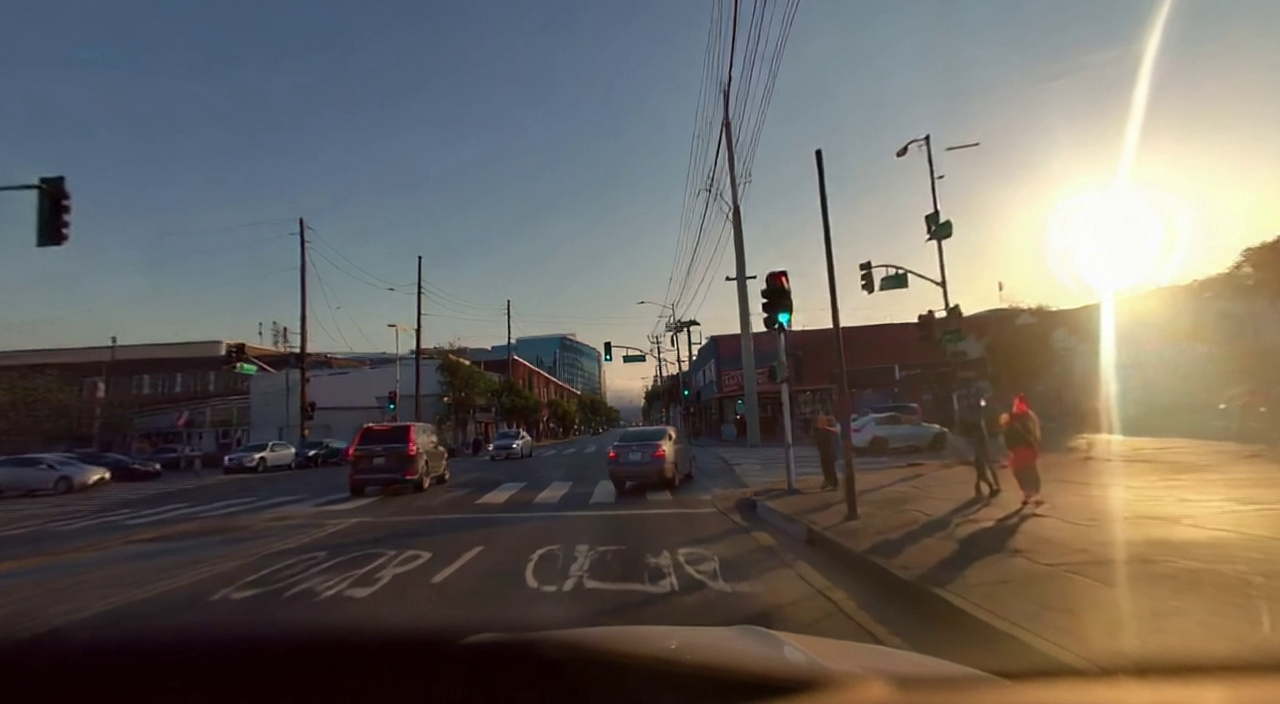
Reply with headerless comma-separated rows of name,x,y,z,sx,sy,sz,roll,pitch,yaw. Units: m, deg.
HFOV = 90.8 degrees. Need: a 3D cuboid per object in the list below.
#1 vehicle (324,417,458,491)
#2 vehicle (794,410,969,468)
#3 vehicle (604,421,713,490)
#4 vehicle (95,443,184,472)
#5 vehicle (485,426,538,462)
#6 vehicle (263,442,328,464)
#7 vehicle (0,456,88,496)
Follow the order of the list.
vehicle,-6.585,2.733,17.313,2.063,1.751,4.229,0,-7,-2
vehicle,7.503,2.714,19.904,4.714,1.686,1.973,1,-7,-8
vehicle,0.633,2.568,16.214,2.059,1.497,4.260,-1,-7,12
vehicle,-34.678,7.296,43.852,4.492,1.880,1.879,0,-7,-1
vehicle,-5.754,4.063,28.090,2.097,1.457,4.439,2,-8,-13
vehicle,-22.964,6.717,42.170,3.360,1.392,1.674,0,-8,0
vehicle,-26.006,5.077,26.060,4.479,1.484,2.036,0,-7,0
